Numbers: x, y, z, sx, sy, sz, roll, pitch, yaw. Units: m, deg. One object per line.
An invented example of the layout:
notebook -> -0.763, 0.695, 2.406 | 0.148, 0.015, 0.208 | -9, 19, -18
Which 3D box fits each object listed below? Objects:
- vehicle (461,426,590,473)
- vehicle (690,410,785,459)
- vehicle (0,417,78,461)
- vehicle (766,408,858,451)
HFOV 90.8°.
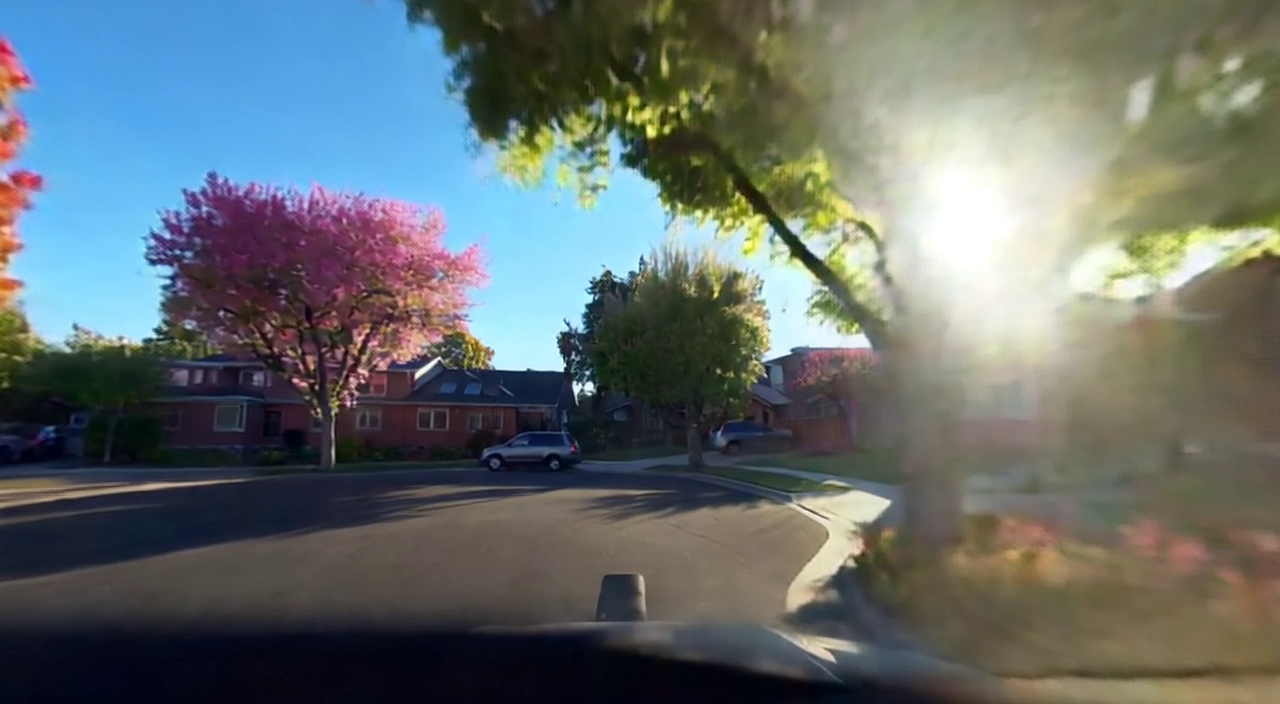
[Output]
vehicle -> -4.675, 4.056, 26.239 | 4.815, 1.827, 2.147 | -1, -9, 10
vehicle -> 4.614, 3.795, 29.501 | 2.310, 1.701, 4.280 | -7, -3, 41
vehicle -> -26.780, 3.773, 27.241 | 4.237, 1.728, 2.203 | -4, -10, 27
vehicle -> 7.969, 3.627, 29.049 | 2.152, 1.773, 4.495 | -8, -11, 42
